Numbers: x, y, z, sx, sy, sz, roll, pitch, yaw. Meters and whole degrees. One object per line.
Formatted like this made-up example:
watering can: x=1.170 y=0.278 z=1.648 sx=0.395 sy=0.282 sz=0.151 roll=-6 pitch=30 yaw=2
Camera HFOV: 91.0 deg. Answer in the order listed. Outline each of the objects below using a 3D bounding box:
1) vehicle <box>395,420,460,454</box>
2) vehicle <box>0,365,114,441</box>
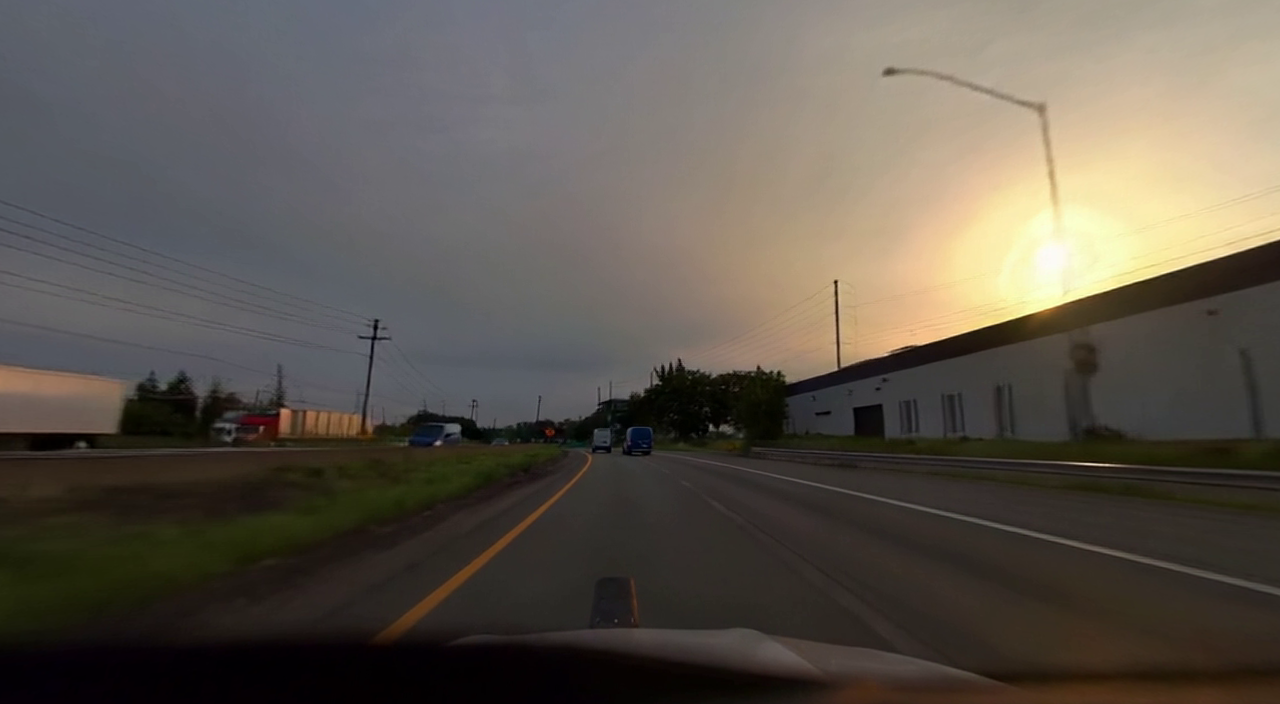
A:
vehicle: x=-13.077 y=5.313 z=39.150 sx=2.521 sy=1.949 sz=5.070 roll=0 pitch=-8 yaw=-3
vehicle: x=-29.877 y=1.946 z=25.926 sx=3.085 sy=3.337 sz=16.445 roll=3 pitch=-7 yaw=-3
